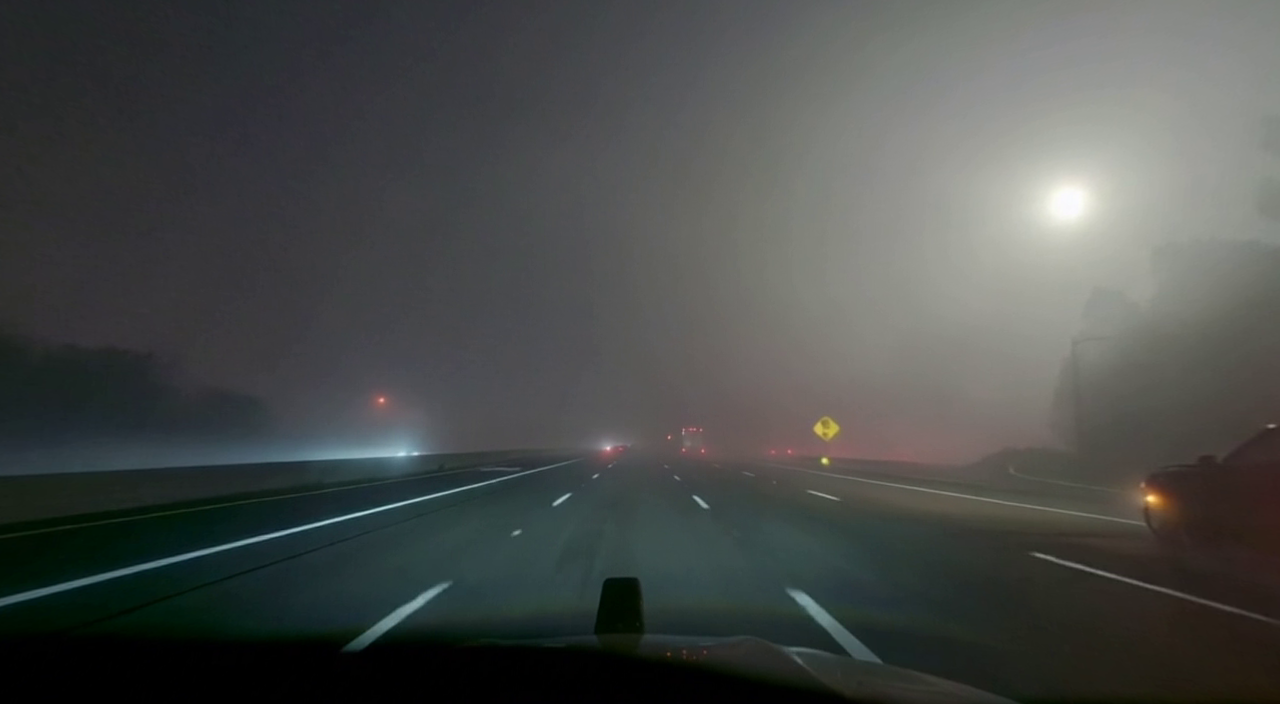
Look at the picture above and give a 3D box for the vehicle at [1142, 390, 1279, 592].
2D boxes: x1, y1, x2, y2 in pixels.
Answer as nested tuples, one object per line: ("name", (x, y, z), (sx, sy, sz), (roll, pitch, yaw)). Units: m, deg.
("vehicle", (6.677, 1.087, 4.659), (2.096, 1.767, 4.601), (0, -9, 0))
